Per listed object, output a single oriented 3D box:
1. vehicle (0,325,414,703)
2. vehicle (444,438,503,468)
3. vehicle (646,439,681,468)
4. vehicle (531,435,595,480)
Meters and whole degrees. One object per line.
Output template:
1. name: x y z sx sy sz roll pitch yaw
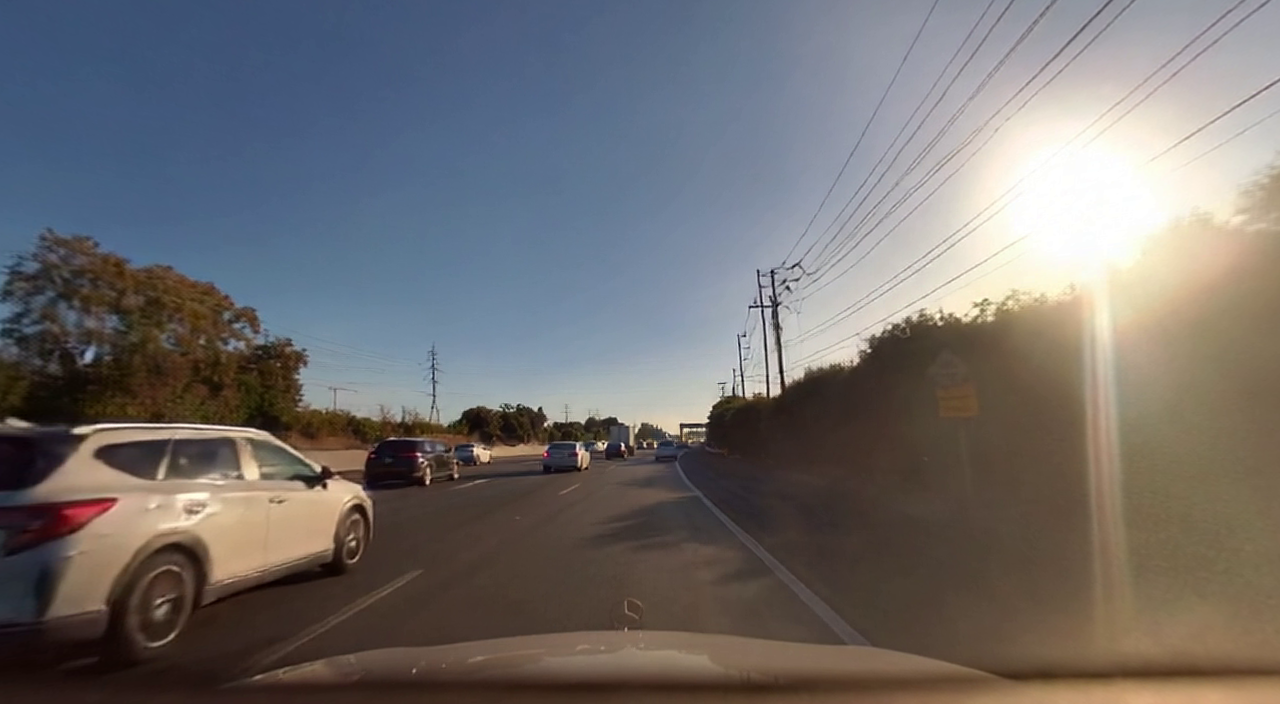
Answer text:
1. vehicle: -3.579 1.079 4.237 2.202 1.801 4.959 0 -9 1
2. vehicle: -10.095 6.195 38.710 2.097 1.722 4.981 0 -9 2
3. vehicle: 1.479 6.137 38.214 2.038 1.677 4.219 -1 -9 4
4. vehicle: -3.056 4.301 25.916 1.976 1.688 4.124 0 -9 2
